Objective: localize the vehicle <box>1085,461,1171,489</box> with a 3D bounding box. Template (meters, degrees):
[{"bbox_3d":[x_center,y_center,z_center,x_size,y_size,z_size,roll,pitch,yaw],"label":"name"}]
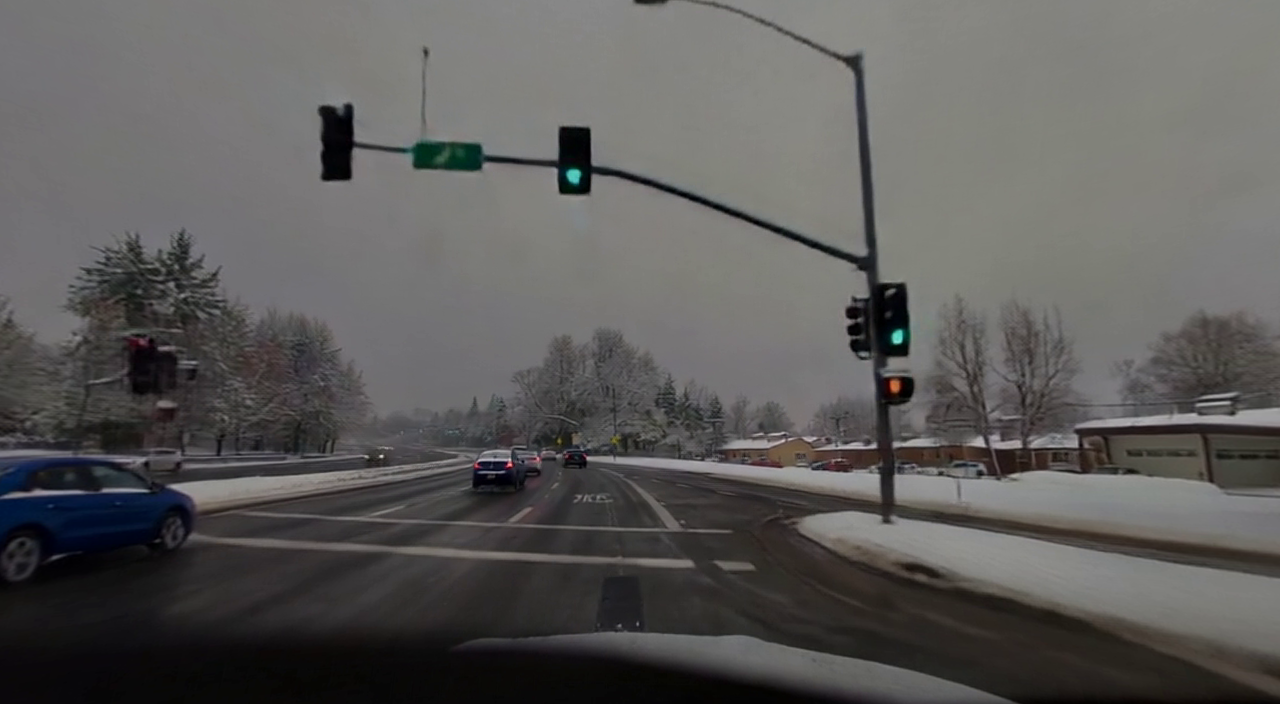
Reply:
[{"bbox_3d":[35.803,9.001,46.540,1.888,1.758,5.043,1,-8,-7],"label":"vehicle"}]

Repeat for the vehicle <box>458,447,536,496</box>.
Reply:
[{"bbox_3d":[-5.175,4.346,23.490,2.098,1.613,4.606,0,-8,-4],"label":"vehicle"}]

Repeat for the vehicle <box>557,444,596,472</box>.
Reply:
[{"bbox_3d":[-4.903,8.028,48.114,2.526,1.982,5.294,1,-8,-10],"label":"vehicle"}]

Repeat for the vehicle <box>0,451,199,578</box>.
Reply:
[{"bbox_3d":[-8.441,2.116,8.662,1.889,1.429,4.029,0,-8,-1],"label":"vehicle"}]
